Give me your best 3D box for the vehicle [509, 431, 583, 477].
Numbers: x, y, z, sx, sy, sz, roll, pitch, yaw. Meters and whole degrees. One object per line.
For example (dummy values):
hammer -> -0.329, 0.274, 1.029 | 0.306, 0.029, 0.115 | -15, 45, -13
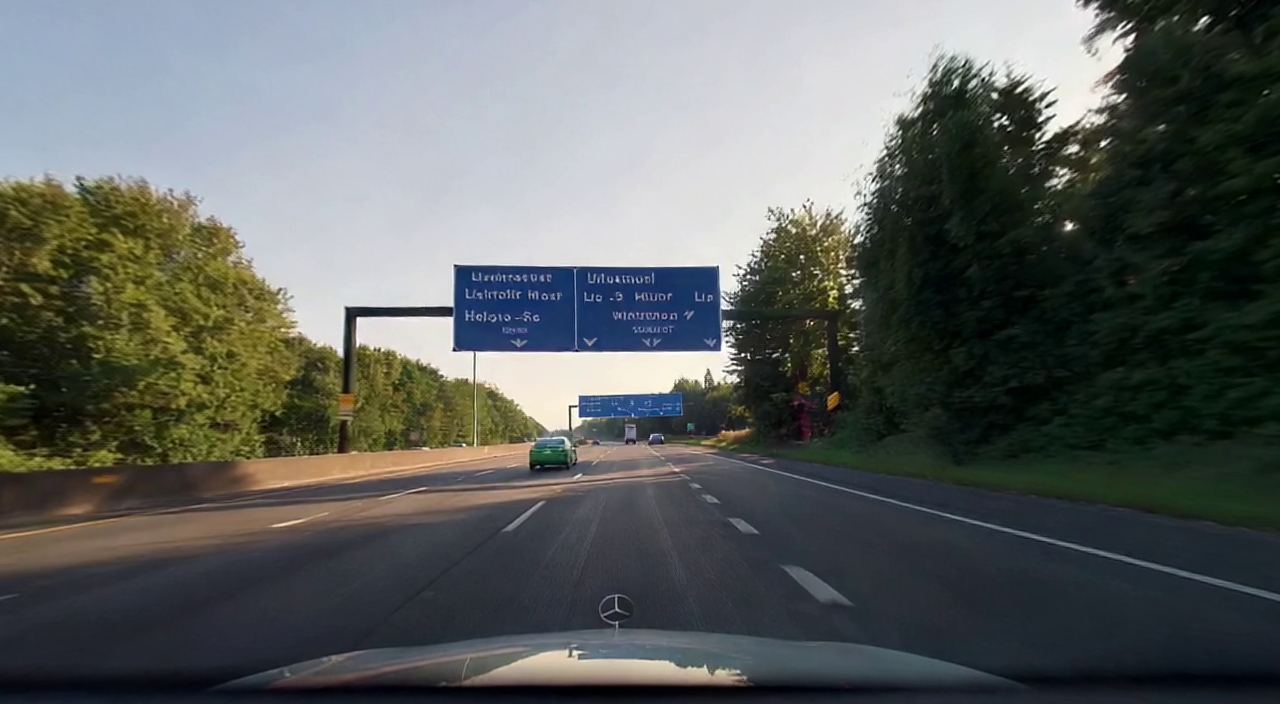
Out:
vehicle -> -3.262, 3.605, 22.627 | 2.000, 1.491, 3.913 | 0, -8, 1
